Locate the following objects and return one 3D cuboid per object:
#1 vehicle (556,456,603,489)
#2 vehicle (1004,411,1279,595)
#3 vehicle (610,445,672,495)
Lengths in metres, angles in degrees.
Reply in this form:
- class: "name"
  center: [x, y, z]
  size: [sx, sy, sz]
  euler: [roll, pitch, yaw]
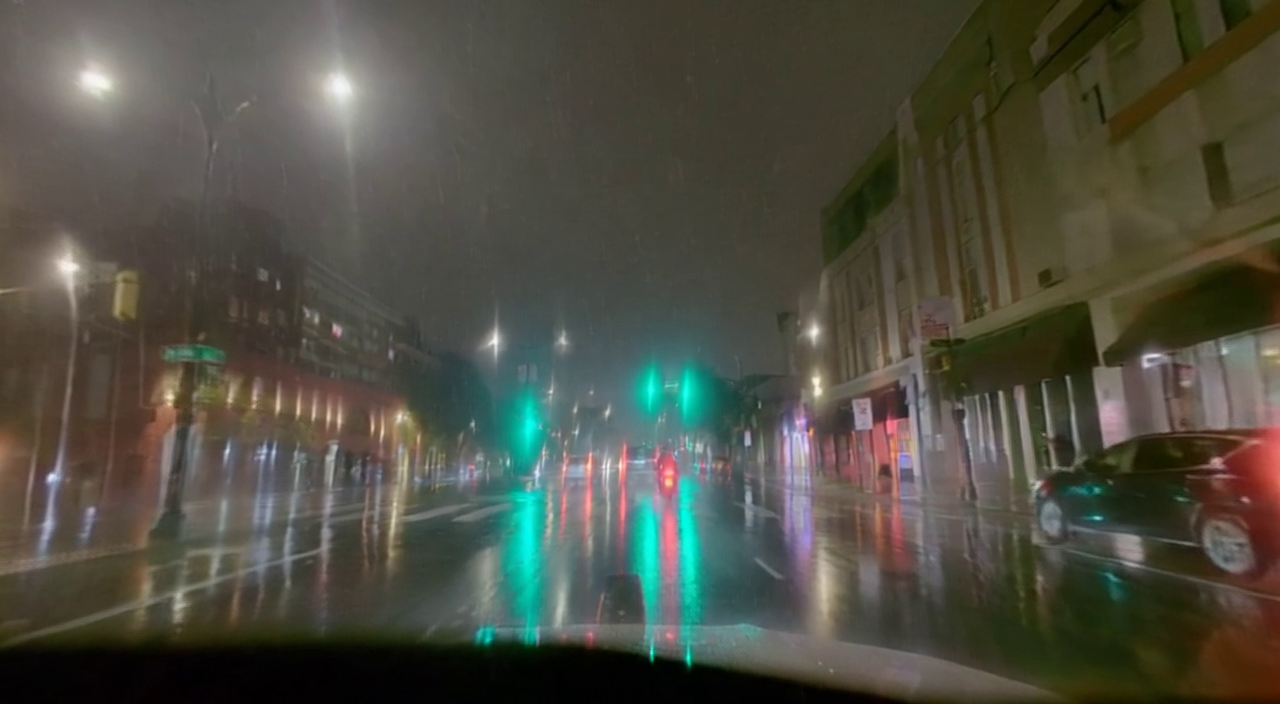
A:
- class: "vehicle"
  center: [-3.054, 6.184, 32.673]
  size: [2.014, 1.470, 4.552]
  euler: [0, -9, 0]
- class: "vehicle"
  center: [7.164, 1.740, 7.965]
  size: [2.018, 1.772, 4.968]
  euler: [0, -9, -2]
- class: "vehicle"
  center: [-0.037, 4.539, 24.737]
  size: [2.223, 1.775, 4.250]
  euler: [0, -8, -2]
